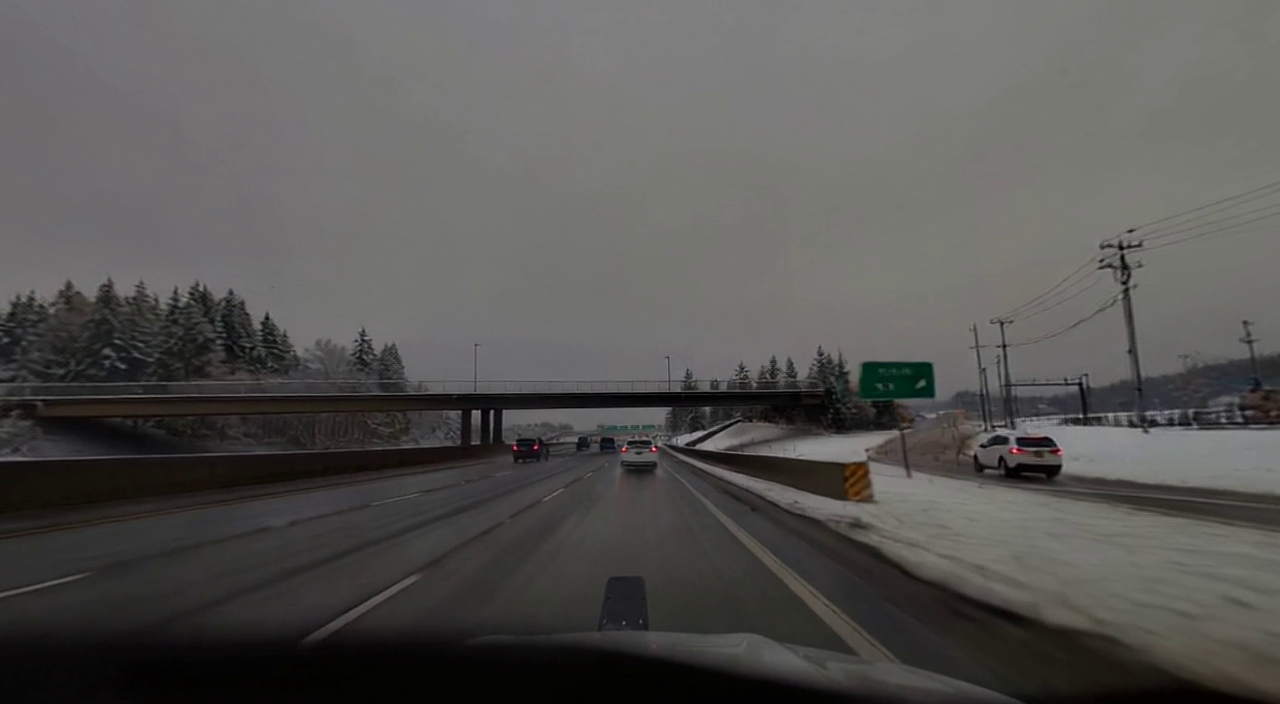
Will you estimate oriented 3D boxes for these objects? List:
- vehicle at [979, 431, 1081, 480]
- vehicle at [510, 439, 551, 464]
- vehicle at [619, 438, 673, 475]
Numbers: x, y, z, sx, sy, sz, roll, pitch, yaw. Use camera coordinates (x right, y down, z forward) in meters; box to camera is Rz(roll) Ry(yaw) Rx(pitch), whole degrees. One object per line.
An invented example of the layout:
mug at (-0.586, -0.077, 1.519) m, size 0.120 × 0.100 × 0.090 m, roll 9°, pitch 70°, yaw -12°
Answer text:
vehicle at (15.927, 4.229, 26.087) m, size 2.095 × 1.674 × 4.530 m, roll 2°, pitch -8°, yaw 11°
vehicle at (-7.677, 7.024, 44.703) m, size 2.067 × 1.682 × 4.388 m, roll 0°, pitch -9°, yaw 1°
vehicle at (0.237, 4.507, 27.430) m, size 2.145 × 1.493 × 4.146 m, roll 0°, pitch -8°, yaw 0°
